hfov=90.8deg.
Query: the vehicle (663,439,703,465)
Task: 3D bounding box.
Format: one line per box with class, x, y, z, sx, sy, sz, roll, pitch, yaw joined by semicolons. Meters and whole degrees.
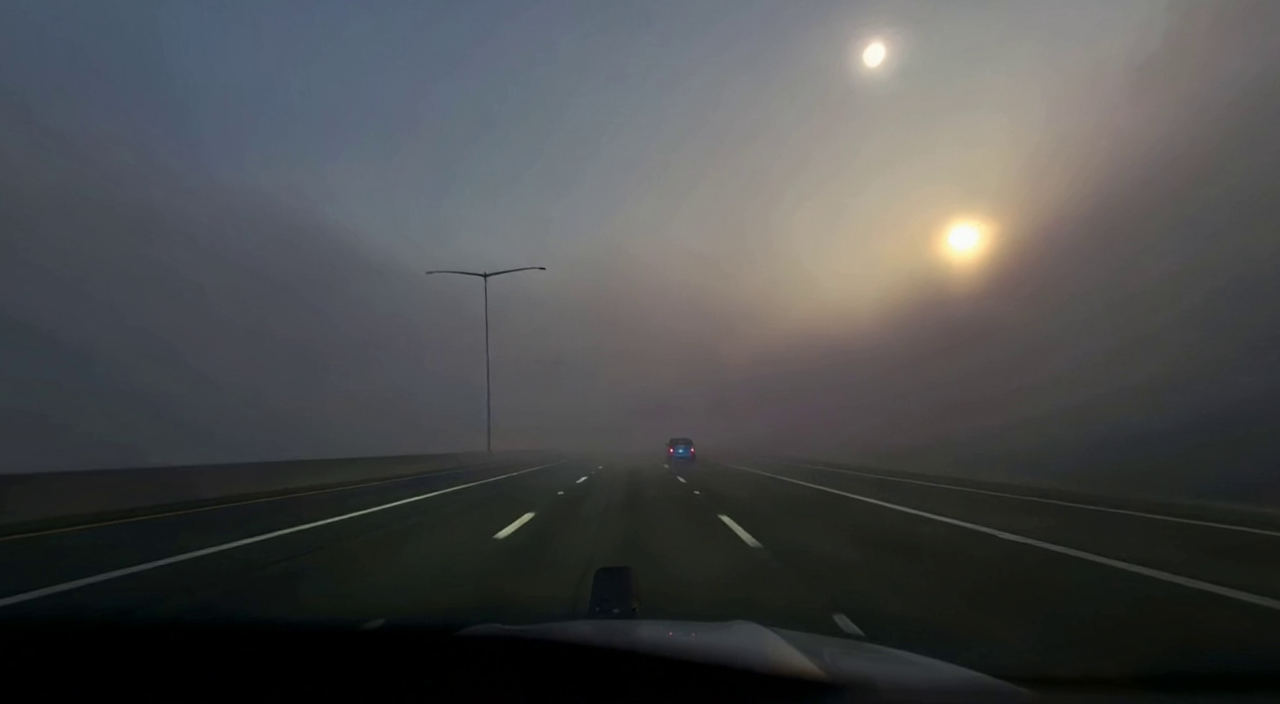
vehicle;2.733;6.517;41.412;2.270;1.615;3.770;0;-8;-1
